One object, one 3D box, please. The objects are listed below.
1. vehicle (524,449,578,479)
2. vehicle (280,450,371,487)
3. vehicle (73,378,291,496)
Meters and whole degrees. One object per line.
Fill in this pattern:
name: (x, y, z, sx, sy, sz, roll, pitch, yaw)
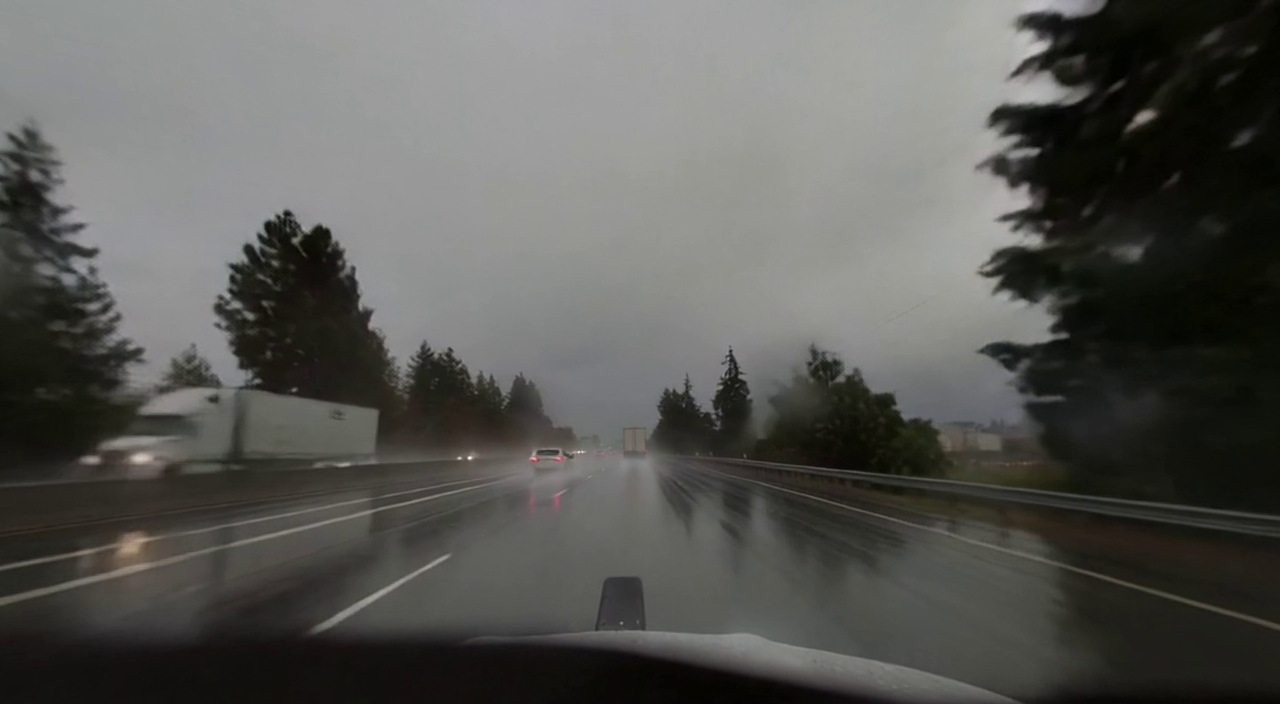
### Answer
vehicle: (-4.490, 5.742, 32.593, 2.106, 1.445, 4.404, 0, -9, 0)
vehicle: (-13.411, 4.954, 27.189, 1.826, 1.447, 4.044, 0, -9, 0)
vehicle: (-17.207, 3.383, 24.625, 2.941, 3.886, 7.160, 0, -9, 0)
